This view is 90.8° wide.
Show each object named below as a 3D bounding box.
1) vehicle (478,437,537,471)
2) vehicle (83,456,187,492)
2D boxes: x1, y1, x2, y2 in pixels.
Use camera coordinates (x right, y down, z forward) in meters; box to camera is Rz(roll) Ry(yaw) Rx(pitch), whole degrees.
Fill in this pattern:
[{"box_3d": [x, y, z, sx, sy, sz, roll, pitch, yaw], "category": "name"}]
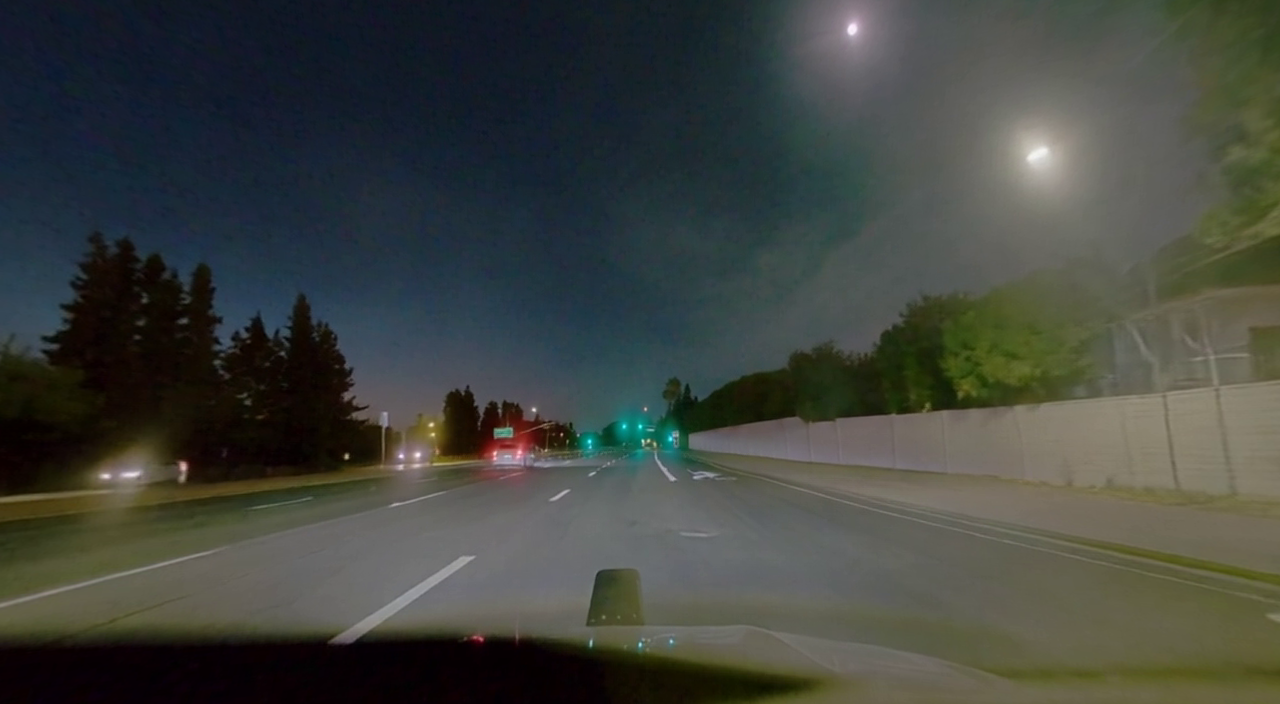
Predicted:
[{"box_3d": [-7.175, 5.592, 34.761, 2.115, 1.711, 4.722, 0, -8, 2], "category": "vehicle"}, {"box_3d": [-27.320, 6.558, 34.417, 1.958, 1.712, 4.643, 0, -8, -2], "category": "vehicle"}]
